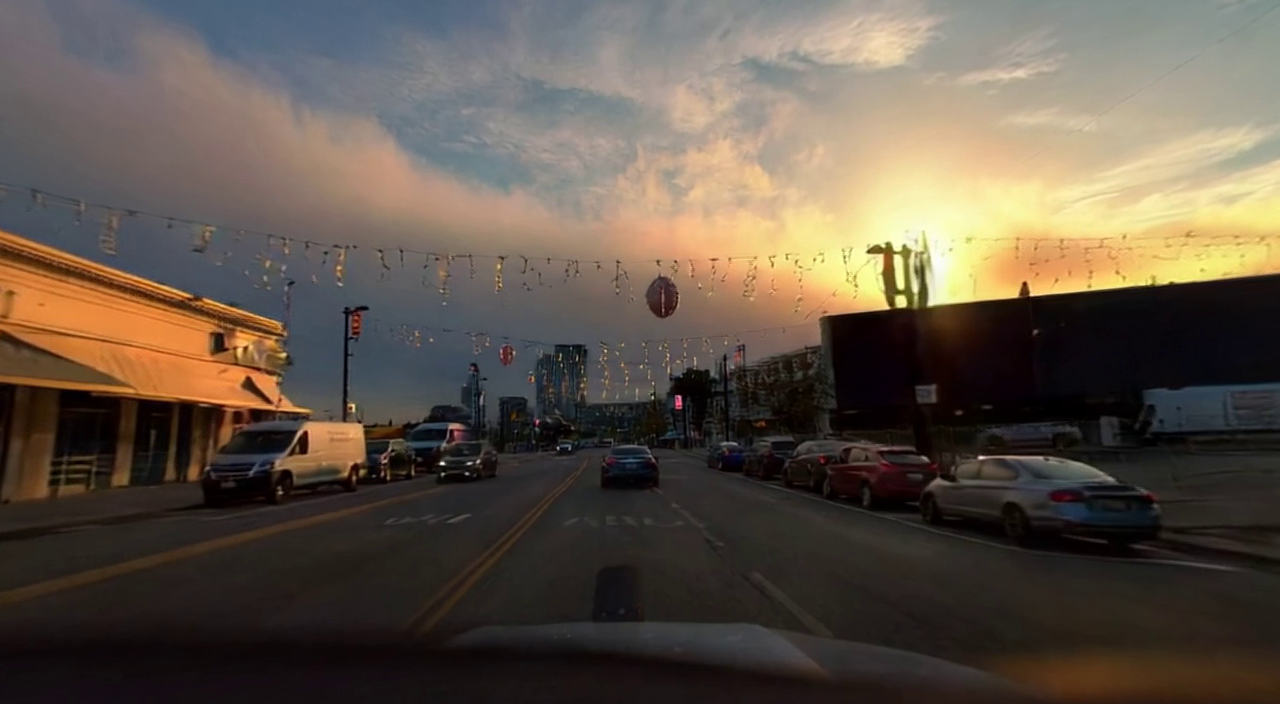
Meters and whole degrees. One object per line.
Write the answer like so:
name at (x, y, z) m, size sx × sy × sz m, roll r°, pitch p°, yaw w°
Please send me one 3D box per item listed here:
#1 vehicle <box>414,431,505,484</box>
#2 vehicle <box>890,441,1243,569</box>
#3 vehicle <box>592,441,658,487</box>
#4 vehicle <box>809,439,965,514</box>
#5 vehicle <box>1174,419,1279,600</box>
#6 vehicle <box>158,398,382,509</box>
vehicle at (-7.196, 4.263, 25.775) m, size 2.456 × 1.935 × 4.769 m, roll 0°, pitch -9°, yaw -2°
vehicle at (5.819, 2.087, 9.527) m, size 1.921 × 1.430 × 4.455 m, roll 1°, pitch -9°, yaw -6°
vehicle at (-0.612, 3.951, 22.613) m, size 2.112 × 1.464 × 4.411 m, roll 0°, pitch -9°, yaw -3°
vehicle at (5.552, 2.823, 14.816) m, size 1.943 × 1.507 × 3.816 m, roll 0°, pitch -9°, yaw -3°
vehicle at (6.646, 1.180, 4.274) m, size 1.786 × 1.551 × 4.471 m, roll 1°, pitch -9°, yaw -8°
vehicle at (-10.080, 2.879, 18.263) m, size 2.964 × 2.597 × 6.437 m, roll 0°, pitch -9°, yaw -5°
